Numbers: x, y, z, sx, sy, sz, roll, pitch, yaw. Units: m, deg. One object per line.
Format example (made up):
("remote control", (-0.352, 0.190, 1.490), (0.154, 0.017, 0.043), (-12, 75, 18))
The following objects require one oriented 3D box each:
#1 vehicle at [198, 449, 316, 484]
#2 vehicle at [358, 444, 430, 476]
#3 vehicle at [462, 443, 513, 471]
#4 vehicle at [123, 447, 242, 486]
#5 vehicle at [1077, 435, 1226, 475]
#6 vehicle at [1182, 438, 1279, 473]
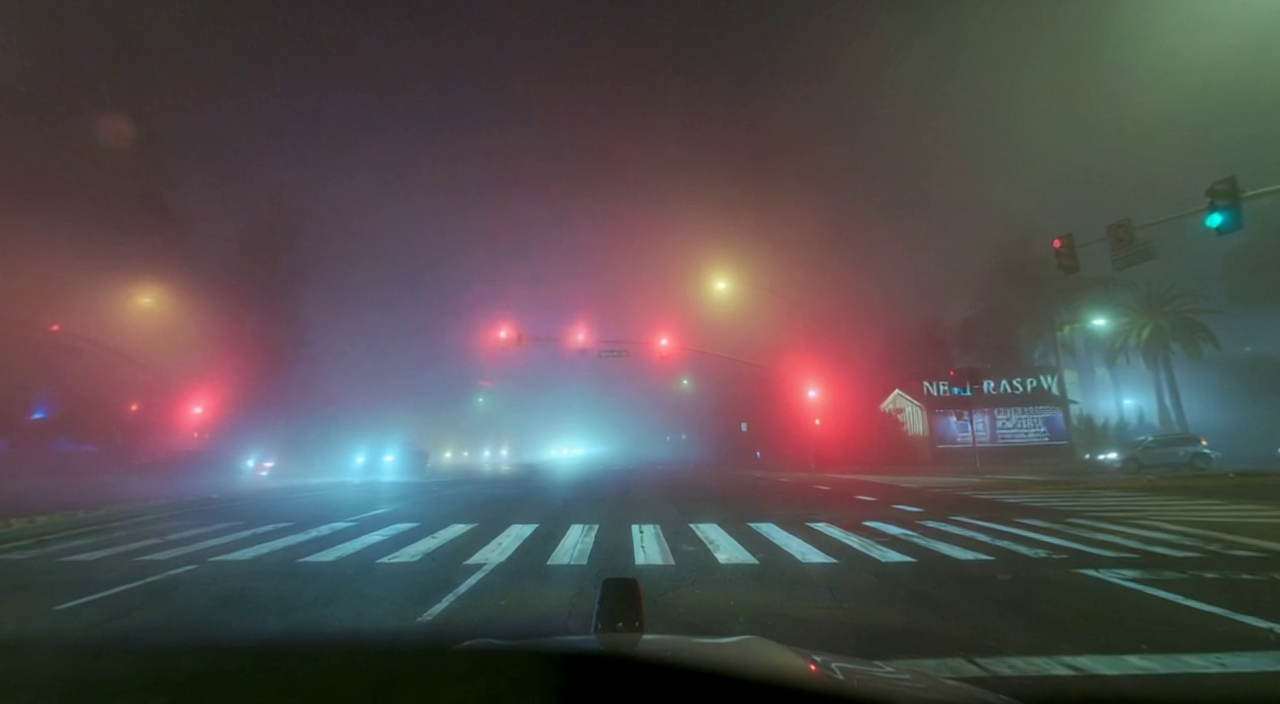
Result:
("vehicle", (-17.547, 5.268, 29.343), (2.221, 1.449, 5.092), (0, -9, 1))
("vehicle", (-13.868, 6.114, 35.918), (2.074, 1.671, 4.755), (0, -9, 2))
("vehicle", (-9.709, 6.710, 40.632), (2.074, 1.681, 4.417), (0, -9, 1))
("vehicle", (-21.253, 5.296, 29.645), (2.107, 1.642, 4.561), (0, -9, 1))
("vehicle", (22.234, 4.488, 27.623), (4.533, 1.676, 2.236), (0, -9, -1))
("vehicle", (27.392, 4.642, 28.465), (4.625, 1.451, 1.801), (1, -9, -9))
